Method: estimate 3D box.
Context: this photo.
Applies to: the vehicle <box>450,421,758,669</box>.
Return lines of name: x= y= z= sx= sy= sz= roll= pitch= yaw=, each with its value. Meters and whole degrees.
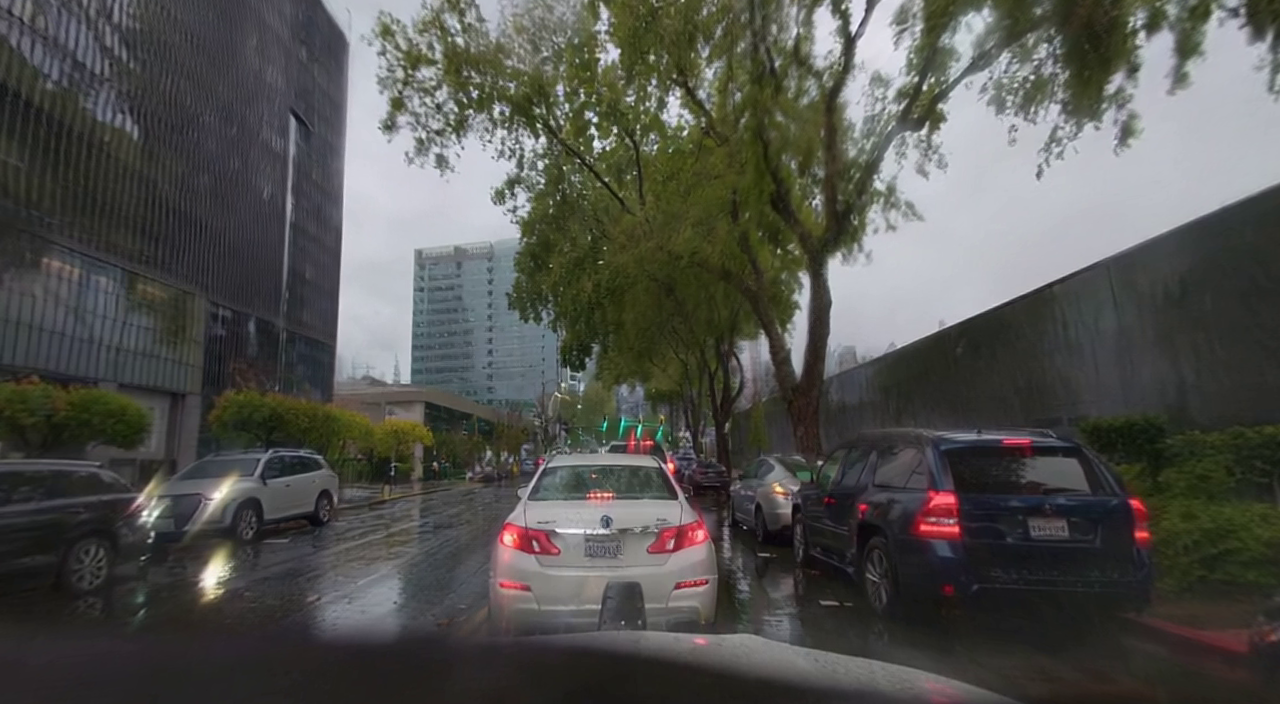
vehicle: x=-0.215 y=1.606 z=6.036 sx=2.018 sy=1.583 sz=3.646 roll=1 pitch=-10 yaw=1

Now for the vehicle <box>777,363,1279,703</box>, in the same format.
vehicle: x=2.711 y=1.431 z=5.783 sx=1.868 sy=1.920 sz=4.501 roll=1 pitch=-10 yaw=0

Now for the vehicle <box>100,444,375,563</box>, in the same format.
vehicle: x=-6.830 y=2.598 z=11.466 sx=1.994 sy=1.701 sz=4.520 roll=0 pitch=-10 yaw=0

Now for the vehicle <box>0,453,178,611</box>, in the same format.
vehicle: x=-6.989 y=1.700 z=5.990 sx=1.900 sy=1.471 sz=4.202 roll=1 pitch=-10 yaw=0

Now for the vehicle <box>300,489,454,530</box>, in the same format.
vehicle: x=-6.967 y=4.281 z=17.338 sx=2.223 sy=0.774 sz=4.789 roll=1 pitch=-10 yaw=0
